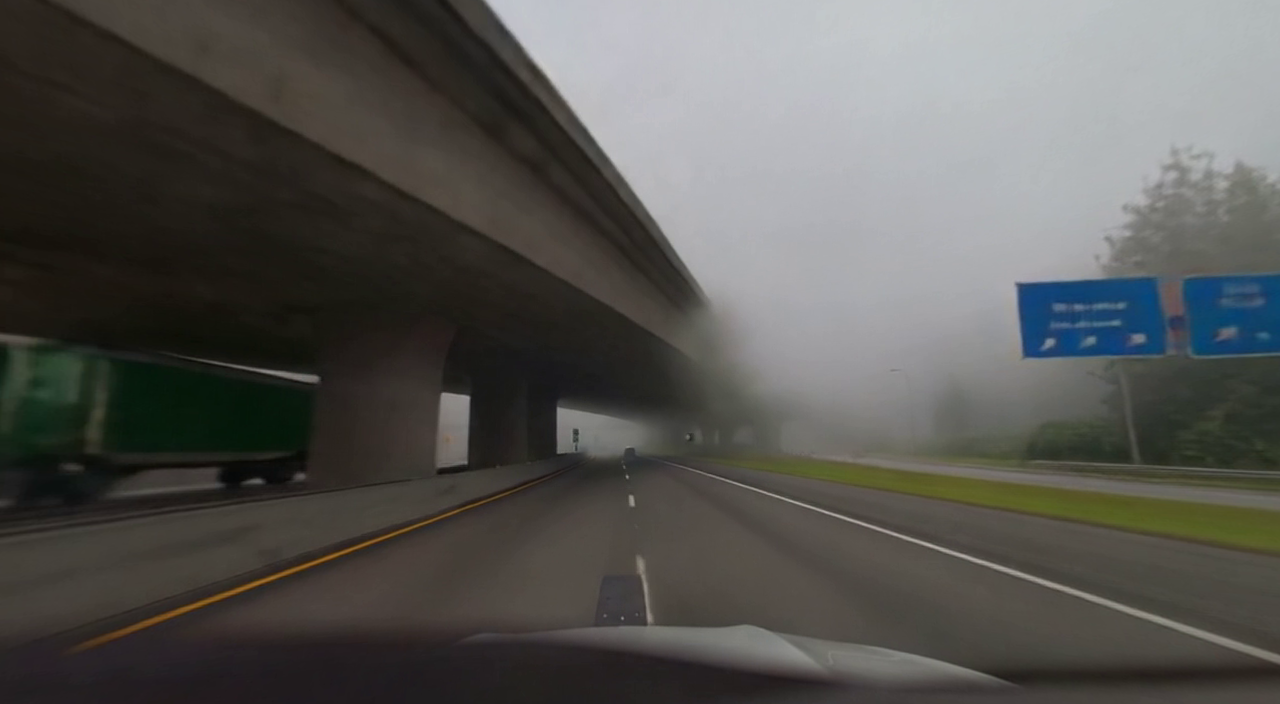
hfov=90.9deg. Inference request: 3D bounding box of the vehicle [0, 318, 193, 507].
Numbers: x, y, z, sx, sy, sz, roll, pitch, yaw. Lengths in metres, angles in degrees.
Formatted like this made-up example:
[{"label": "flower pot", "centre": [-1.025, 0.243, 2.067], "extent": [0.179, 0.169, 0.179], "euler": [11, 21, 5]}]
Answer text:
[{"label": "vehicle", "centre": [-15.499, 1.704, 16.229], "extent": [3.391, 4.040, 5.988], "euler": [0, -9, -1]}]
